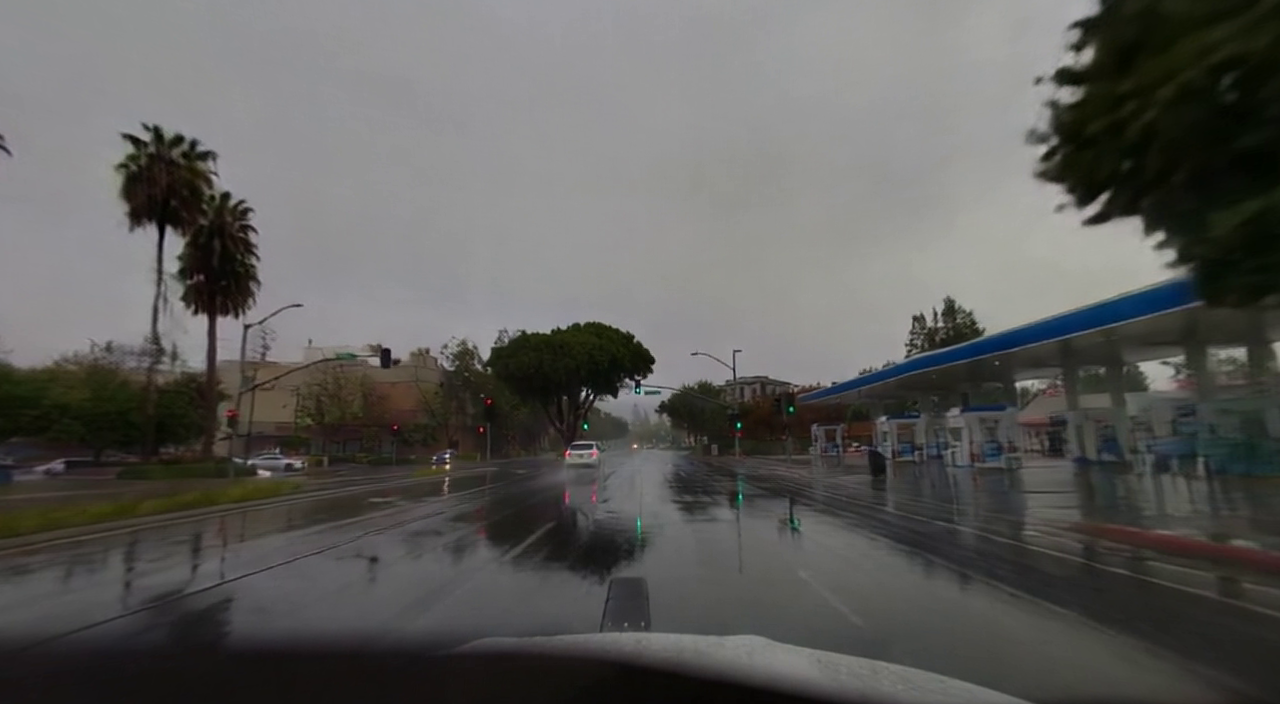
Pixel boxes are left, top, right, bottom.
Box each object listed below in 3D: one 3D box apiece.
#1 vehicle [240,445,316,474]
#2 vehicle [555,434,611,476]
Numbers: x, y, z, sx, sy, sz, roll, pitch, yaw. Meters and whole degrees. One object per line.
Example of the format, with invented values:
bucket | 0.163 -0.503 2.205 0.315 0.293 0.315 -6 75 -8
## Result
vehicle | -27.814 8.271 48.554 4.597 1.952 2.040 -3 -7 -1
vehicle | -2.518 4.703 28.946 2.011 1.756 4.478 0 -9 2
